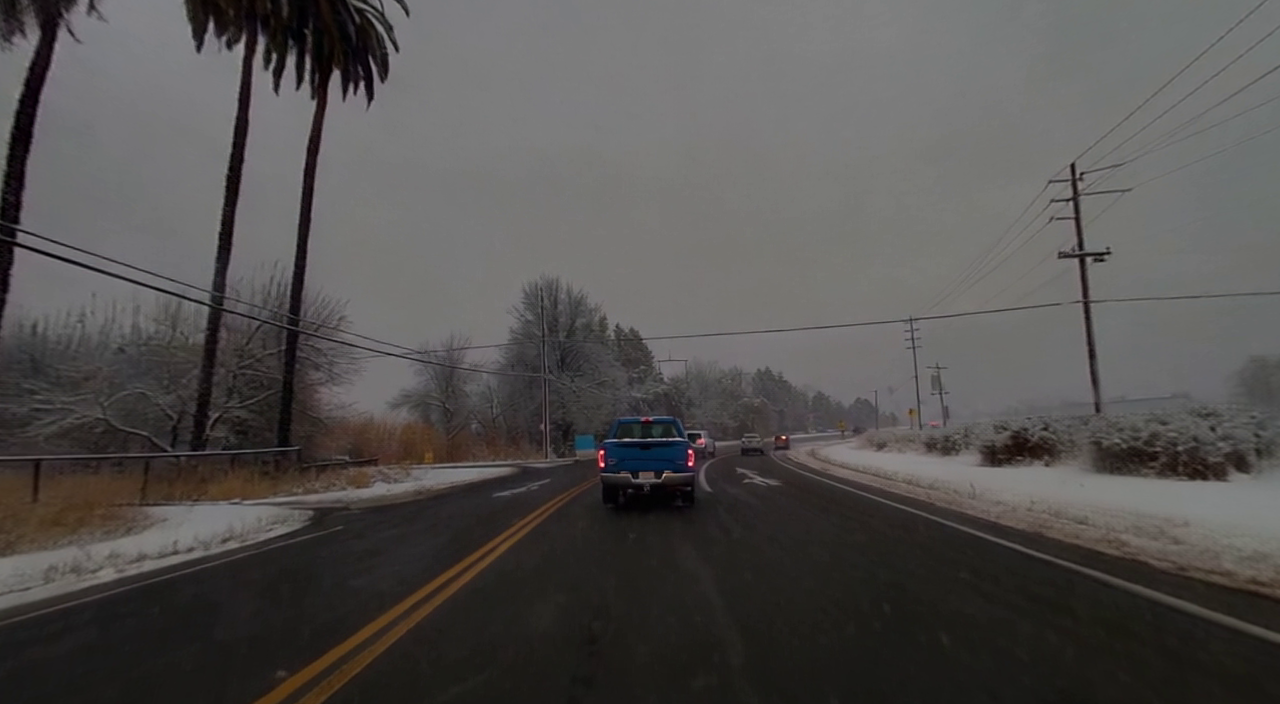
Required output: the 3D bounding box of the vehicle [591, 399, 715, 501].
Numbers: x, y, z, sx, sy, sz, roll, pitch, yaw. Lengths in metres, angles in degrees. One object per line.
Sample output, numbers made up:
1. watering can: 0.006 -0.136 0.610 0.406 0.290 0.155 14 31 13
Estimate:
1. vehicle: 0.392 2.572 16.825 2.693 2.223 5.885 0 -8 2
